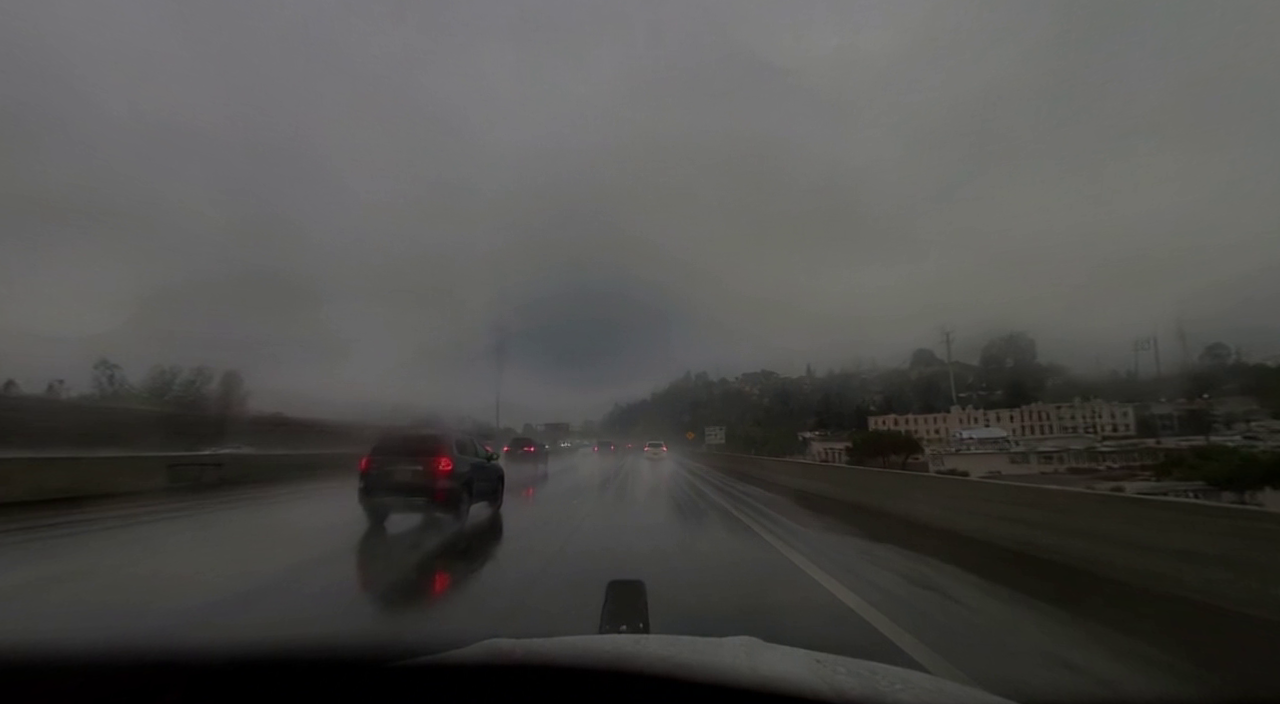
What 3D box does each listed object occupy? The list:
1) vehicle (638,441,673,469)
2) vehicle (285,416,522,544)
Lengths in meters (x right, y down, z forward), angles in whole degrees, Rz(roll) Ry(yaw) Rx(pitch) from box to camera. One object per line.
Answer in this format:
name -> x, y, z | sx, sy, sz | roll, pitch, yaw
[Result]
vehicle -> 0.957, 6.631, 40.898 | 2.135, 1.697, 4.757 | 0, -8, 0
vehicle -> -3.673, 2.097, 11.049 | 2.136, 1.718, 4.873 | 0, -8, 2
